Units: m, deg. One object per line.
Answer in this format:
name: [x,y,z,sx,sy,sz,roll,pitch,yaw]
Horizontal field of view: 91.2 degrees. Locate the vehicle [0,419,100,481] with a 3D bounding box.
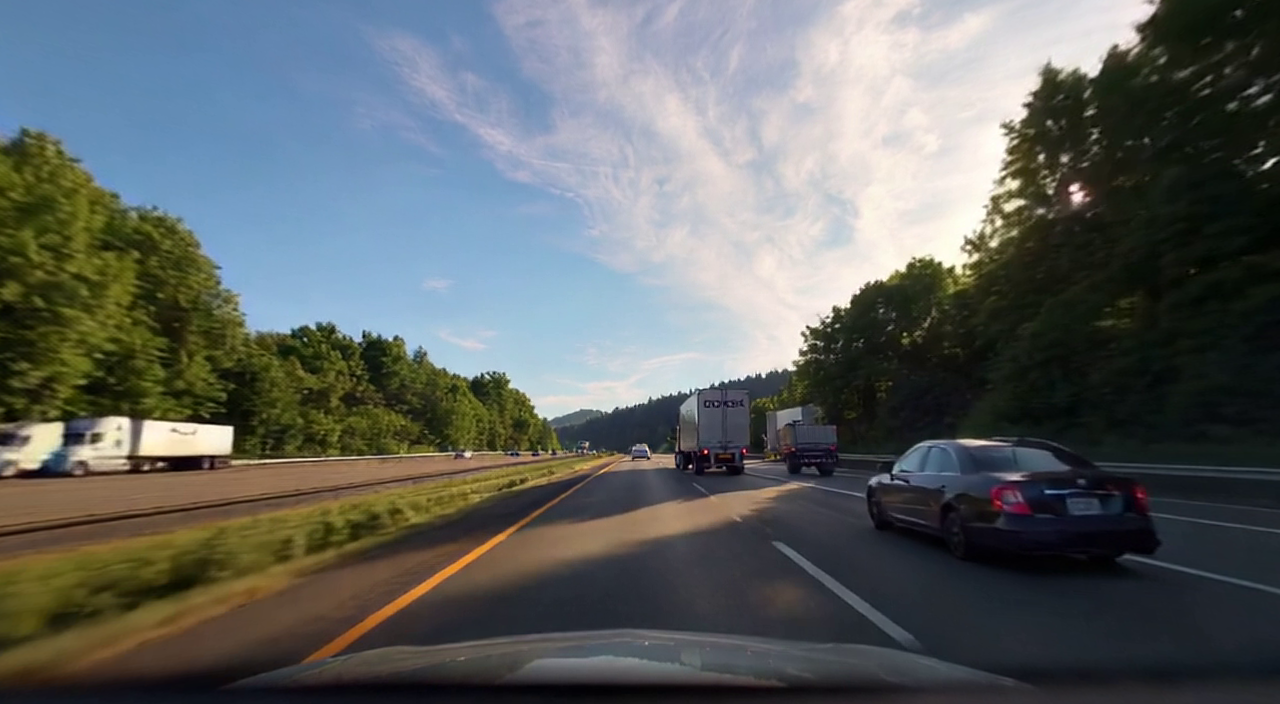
vehicle: [-41.148,6.627,42.405,2.953,3.887,5.973,-2,-9,15]

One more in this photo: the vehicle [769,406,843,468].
vehicle: [11.562,6.095,44.629,2.938,3.990,8.556,0,-9,0]

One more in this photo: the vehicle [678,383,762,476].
vehicle: [3.738,4.049,31.903,3.025,4.010,9.542,0,-9,0]

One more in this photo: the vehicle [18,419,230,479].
vehicle: [-39.240,7.534,48.900,2.902,4.034,13.124,-3,-9,16]

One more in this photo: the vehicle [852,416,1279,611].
vehicle: [4.032,1.546,6.867,1.948,1.481,3.955,0,-9,-1]
